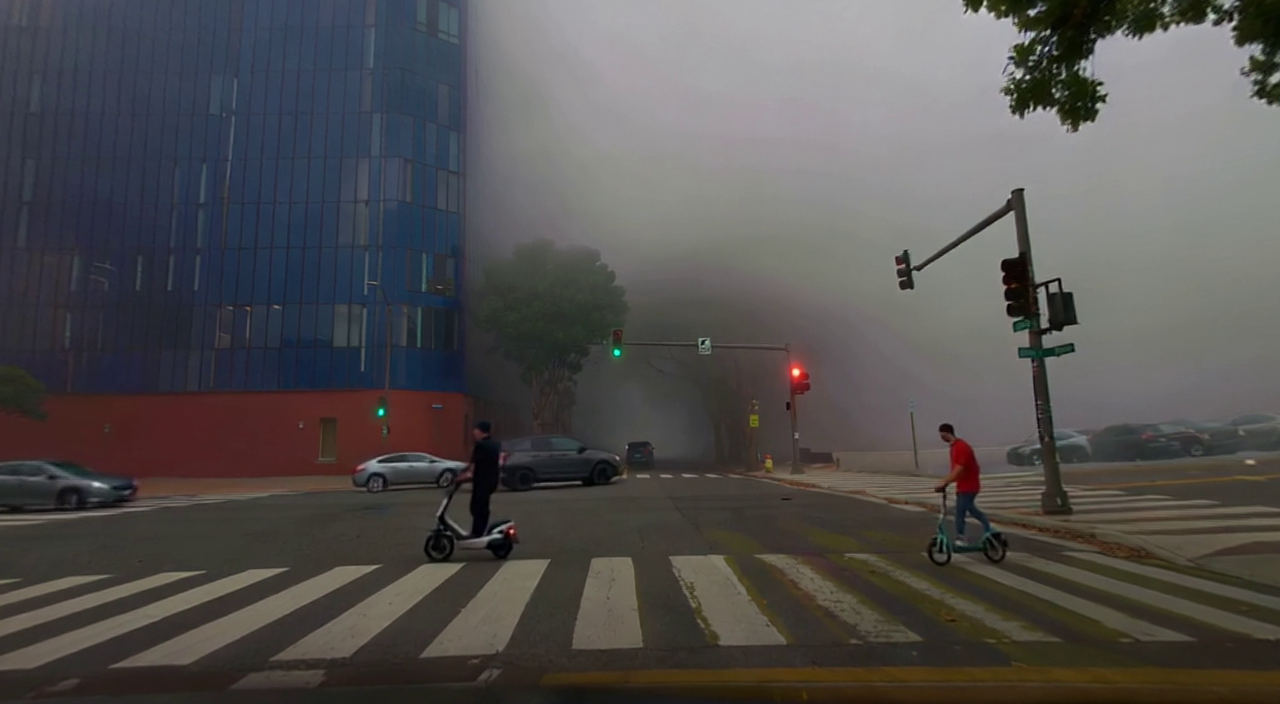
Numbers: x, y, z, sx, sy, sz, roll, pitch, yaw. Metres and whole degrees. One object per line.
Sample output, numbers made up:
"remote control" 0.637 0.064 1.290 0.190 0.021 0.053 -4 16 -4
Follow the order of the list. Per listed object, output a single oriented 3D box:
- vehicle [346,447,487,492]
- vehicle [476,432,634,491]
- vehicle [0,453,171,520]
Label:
"vehicle" -8.164 4.242 23.179 4.485 1.463 2.075 5 -10 -31
"vehicle" -2.723 3.569 20.990 4.802 1.724 2.122 7 -11 -41
"vehicle" -14.998 3.344 15.932 4.576 1.496 2.042 0 -8 -4
